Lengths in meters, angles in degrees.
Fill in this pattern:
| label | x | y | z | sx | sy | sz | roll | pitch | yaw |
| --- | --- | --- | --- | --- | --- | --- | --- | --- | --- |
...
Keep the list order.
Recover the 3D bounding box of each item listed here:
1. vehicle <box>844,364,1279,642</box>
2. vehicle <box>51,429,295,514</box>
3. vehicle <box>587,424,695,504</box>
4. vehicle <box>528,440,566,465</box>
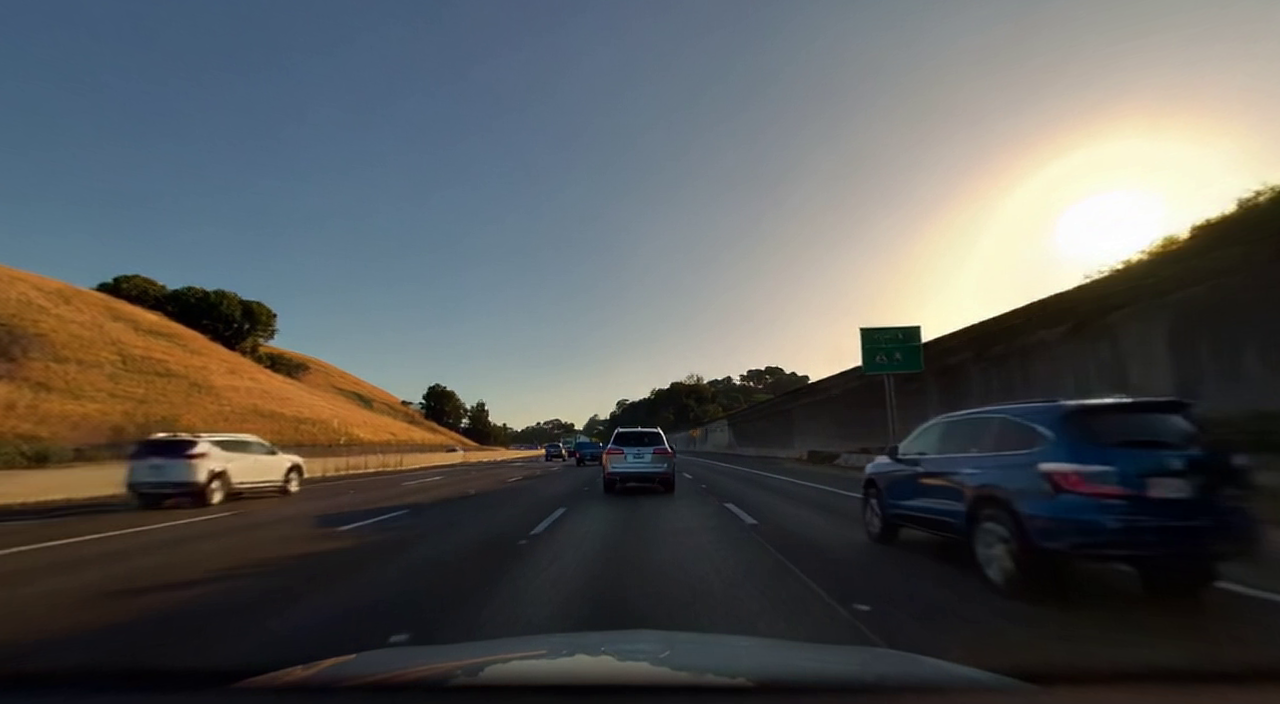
| label | x | y | z | sx | sy | sz | roll | pitch | yaw |
| --- | --- | --- | --- | --- | --- | --- | --- | --- | --- |
| vehicle | 4.395 | 1.436 | 7.189 | 2.204 | 1.852 | 5.845 | 0 | -9 | 0 |
| vehicle | -11.268 | 2.913 | 15.910 | 2.223 | 1.781 | 5.098 | 0 | -9 | 0 |
| vehicle | 0.051 | 2.868 | 16.535 | 2.447 | 1.804 | 4.273 | 0 | -9 | 1 |
| vehicle | -6.751 | 7.386 | 46.445 | 2.024 | 1.706 | 4.462 | 0 | -9 | 1 |
